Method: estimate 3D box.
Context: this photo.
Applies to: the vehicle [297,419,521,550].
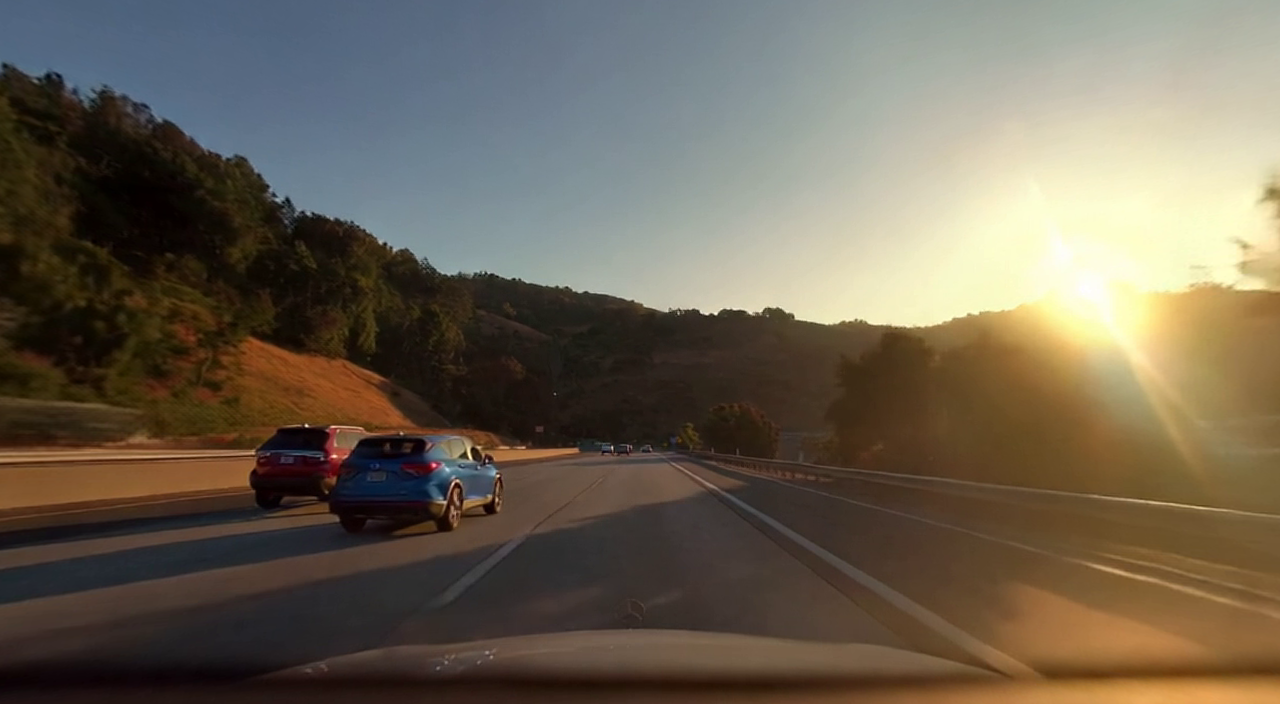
[{"bbox_3d":[-3.377,2.033,10.311,1.983,1.663,4.290,0,-9,1],"label":"vehicle"}]
